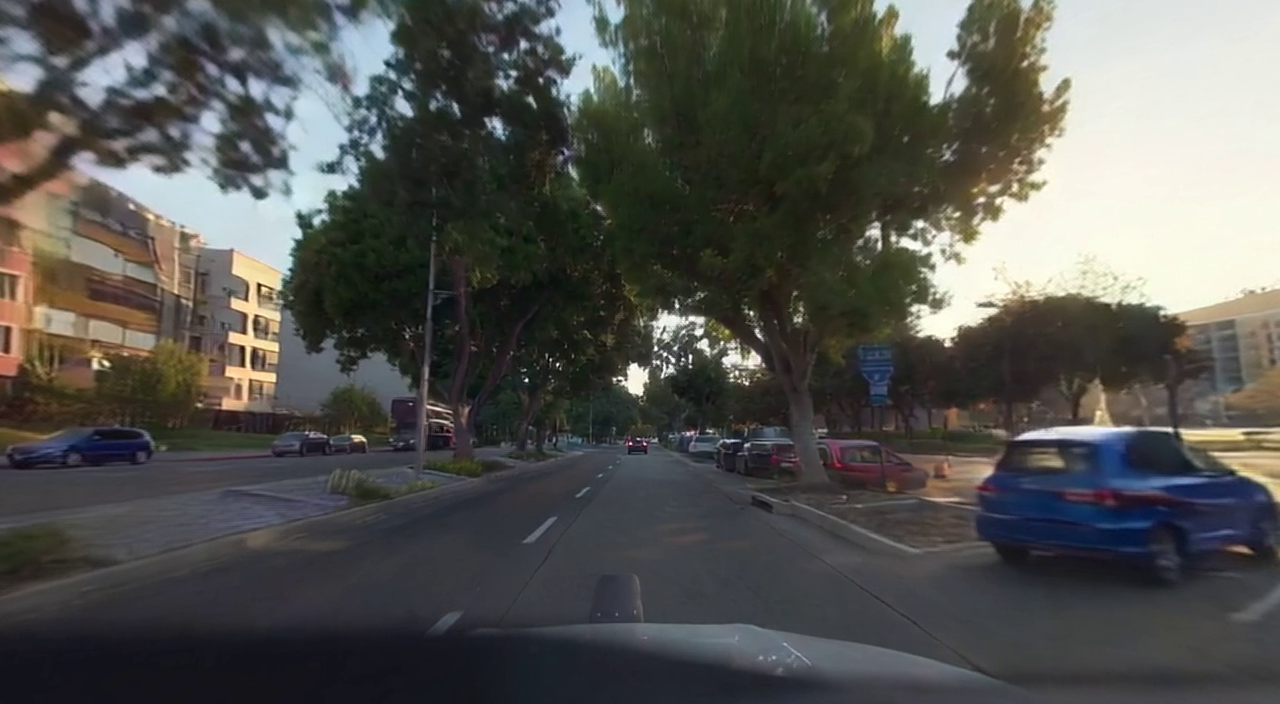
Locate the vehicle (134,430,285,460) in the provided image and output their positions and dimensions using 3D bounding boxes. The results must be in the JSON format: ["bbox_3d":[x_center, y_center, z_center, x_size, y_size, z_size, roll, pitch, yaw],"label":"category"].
[{"bbox_3d":[-19.057,4.177,28.403,2.389,1.206,6.247,-1,-8,1],"label":"vehicle"}]

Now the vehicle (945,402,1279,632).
[{"bbox_3d":[5.149,1.357,6.208,4.244,1.487,1.976,5,-10,-36],"label":"vehicle"}]

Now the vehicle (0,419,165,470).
[{"bbox_3d":[-18.609,3.065,20.938,1.869,1.494,4.833,0,-8,-1],"label":"vehicle"}]

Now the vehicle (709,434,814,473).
[{"bbox_3d":[5.030,4.103,25.775,4.275,1.428,1.774,6,-10,-37],"label":"vehicle"}]

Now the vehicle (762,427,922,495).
[{"bbox_3d":[5.092,2.663,15.764,3.765,1.497,1.831,5,-10,-35],"label":"vehicle"}]

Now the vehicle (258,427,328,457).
[{"bbox_3d":[-19.020,4.947,34.677,1.792,1.554,3.682,0,-8,-1],"label":"vehicle"}]

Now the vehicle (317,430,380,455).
[{"bbox_3d":[-18.737,5.842,40.678,1.909,1.518,4.459,-1,-8,1],"label":"vehicle"}]
